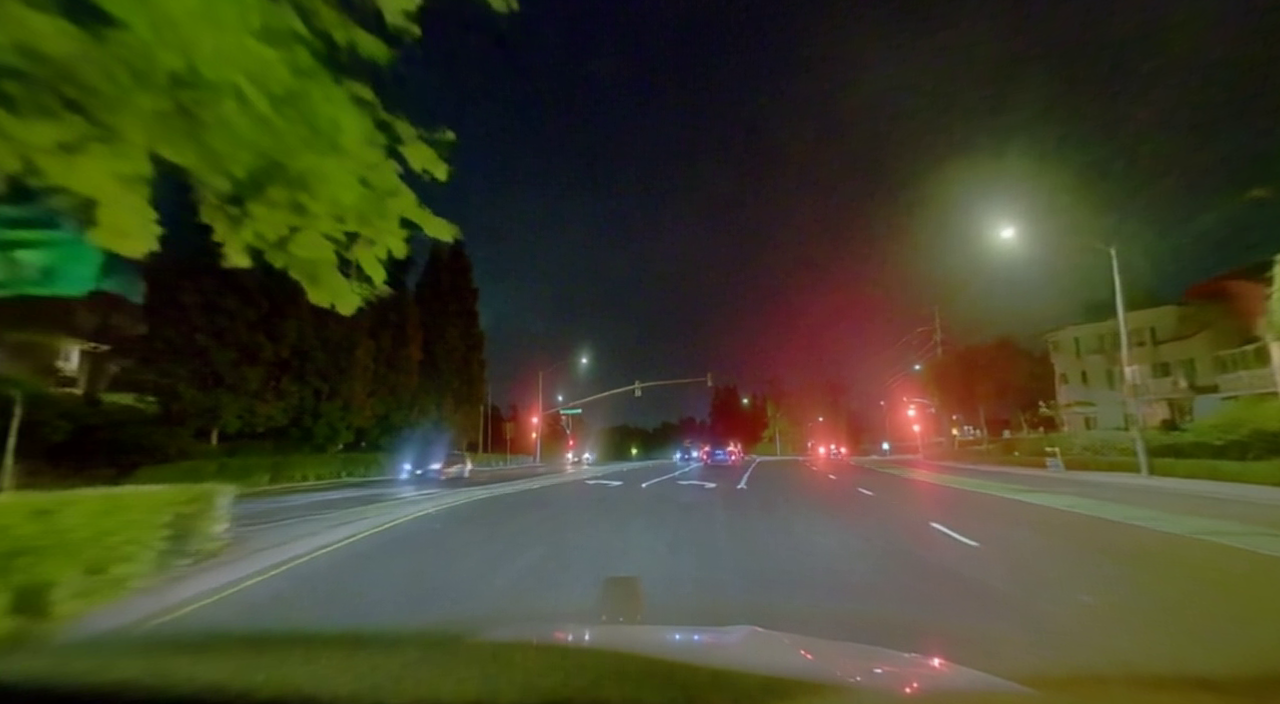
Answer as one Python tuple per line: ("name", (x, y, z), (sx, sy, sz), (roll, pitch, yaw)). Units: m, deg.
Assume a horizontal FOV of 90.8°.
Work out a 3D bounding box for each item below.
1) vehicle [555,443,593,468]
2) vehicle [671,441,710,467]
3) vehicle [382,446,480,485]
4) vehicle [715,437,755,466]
("vehicle", (-4.518, 7.140, 43.806), (2.029, 1.667, 4.504), (-1, -8, 2))
("vehicle", (3.189, 6.348, 39.429), (1.923, 1.498, 3.887), (-2, -9, 11))
("vehicle", (-8.646, 4.716, 26.678), (1.947, 1.486, 4.862), (-1, -9, 8))
("vehicle", (6.129, 6.356, 40.483), (2.286, 1.701, 4.395), (-2, -9, 11))
